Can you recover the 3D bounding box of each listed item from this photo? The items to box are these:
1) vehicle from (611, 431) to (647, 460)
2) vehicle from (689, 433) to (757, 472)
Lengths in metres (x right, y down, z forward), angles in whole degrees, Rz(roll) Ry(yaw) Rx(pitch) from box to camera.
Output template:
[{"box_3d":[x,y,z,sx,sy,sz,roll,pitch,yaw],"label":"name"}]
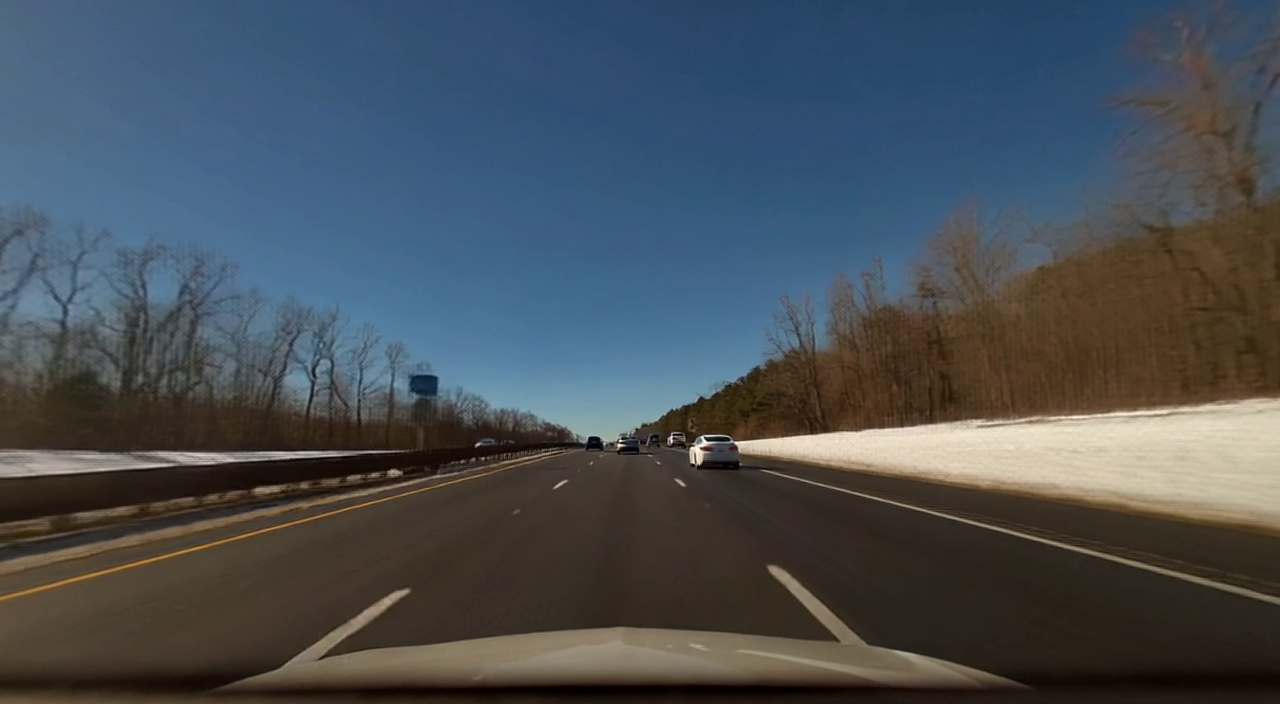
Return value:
[{"box_3d":[-0.688,5.924,39.977,2.182,1.680,4.253,0,-8,-1],"label":"vehicle"},{"box_3d":[3.371,4.158,26.351,2.056,1.479,4.660,0,-8,-2],"label":"vehicle"}]
